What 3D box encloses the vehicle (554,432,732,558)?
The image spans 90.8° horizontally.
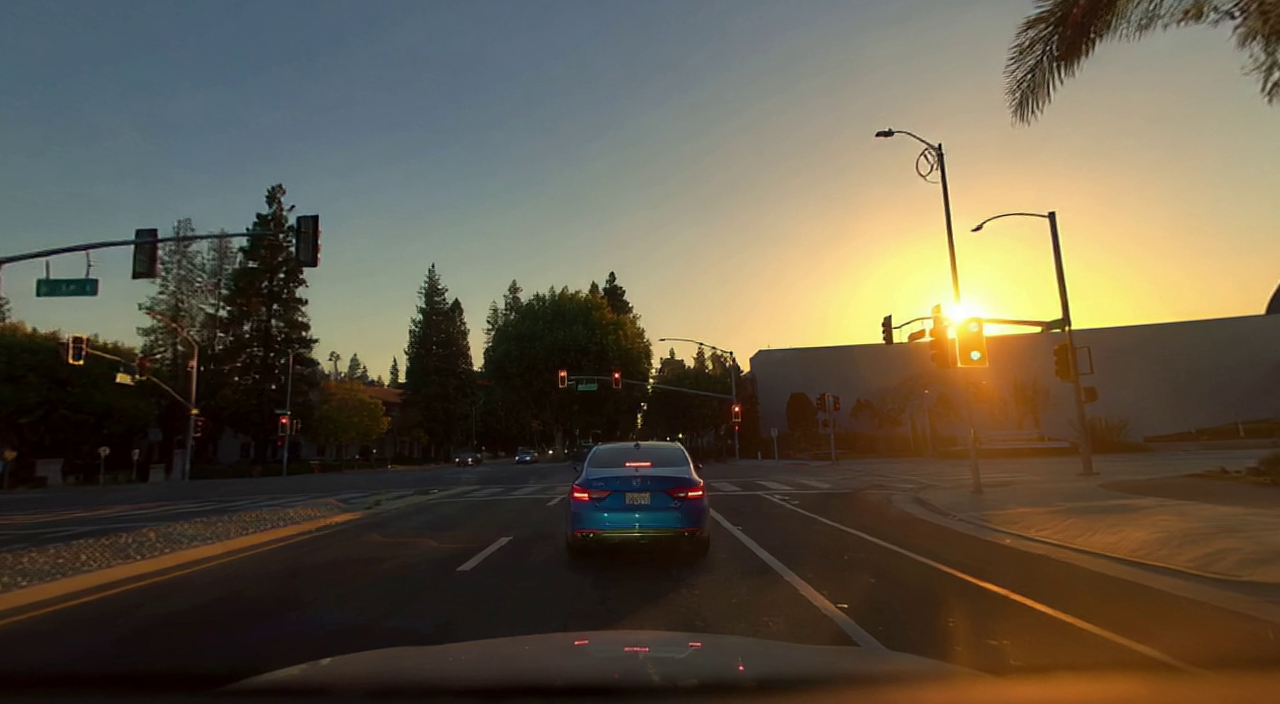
[{"bbox_3d":[0.002,1.996,9.520,2.107,1.470,3.974,0,-9,-1],"label":"vehicle"}]
